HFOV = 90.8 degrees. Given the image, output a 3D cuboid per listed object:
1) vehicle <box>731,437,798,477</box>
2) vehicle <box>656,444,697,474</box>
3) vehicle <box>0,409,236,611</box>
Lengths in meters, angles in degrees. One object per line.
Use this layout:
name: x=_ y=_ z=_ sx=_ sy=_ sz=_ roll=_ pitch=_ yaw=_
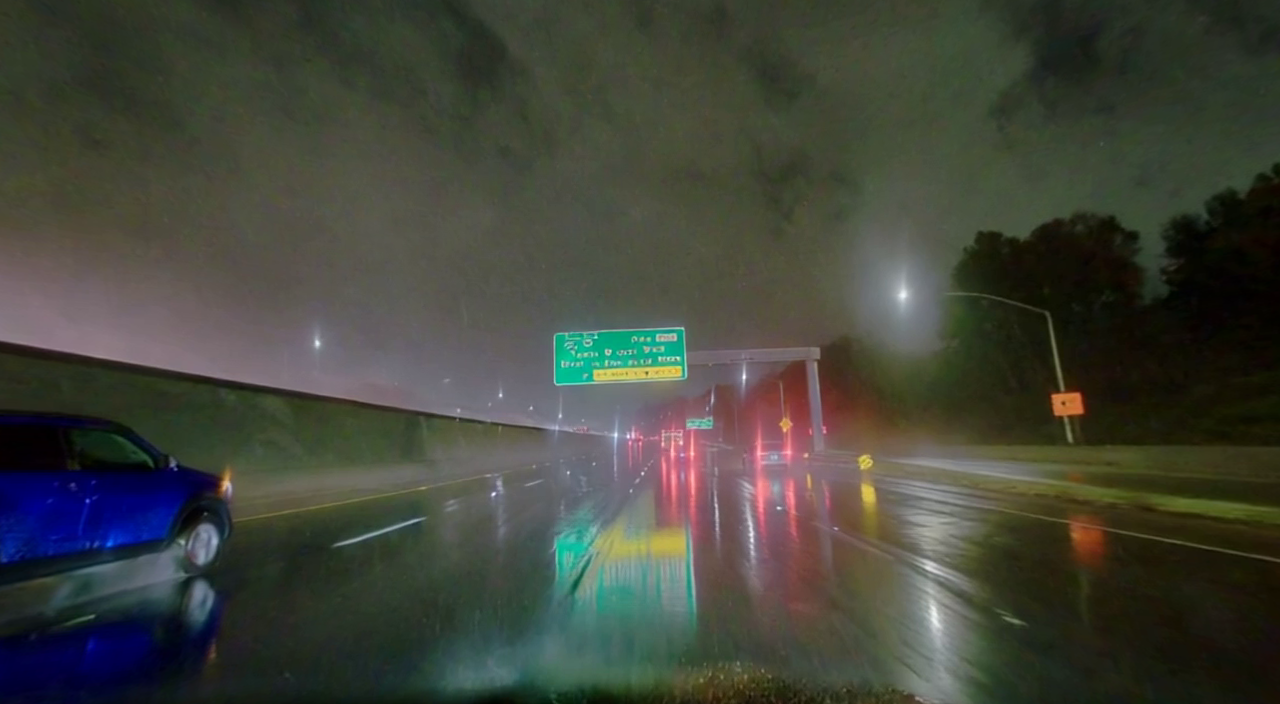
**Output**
vehicle: x=5.666 y=4.844 z=29.471 sx=2.184 sy=1.712 sz=4.856 roll=0 pitch=-8 yaw=0
vehicle: x=1.939 y=5.942 z=35.424 sx=2.108 sy=1.509 sz=5.059 roll=0 pitch=-8 yaw=1
vehicle: x=-6.254 y=1.413 z=5.931 sx=2.000 sy=1.646 sz=4.201 roll=0 pitch=-8 yaw=2
